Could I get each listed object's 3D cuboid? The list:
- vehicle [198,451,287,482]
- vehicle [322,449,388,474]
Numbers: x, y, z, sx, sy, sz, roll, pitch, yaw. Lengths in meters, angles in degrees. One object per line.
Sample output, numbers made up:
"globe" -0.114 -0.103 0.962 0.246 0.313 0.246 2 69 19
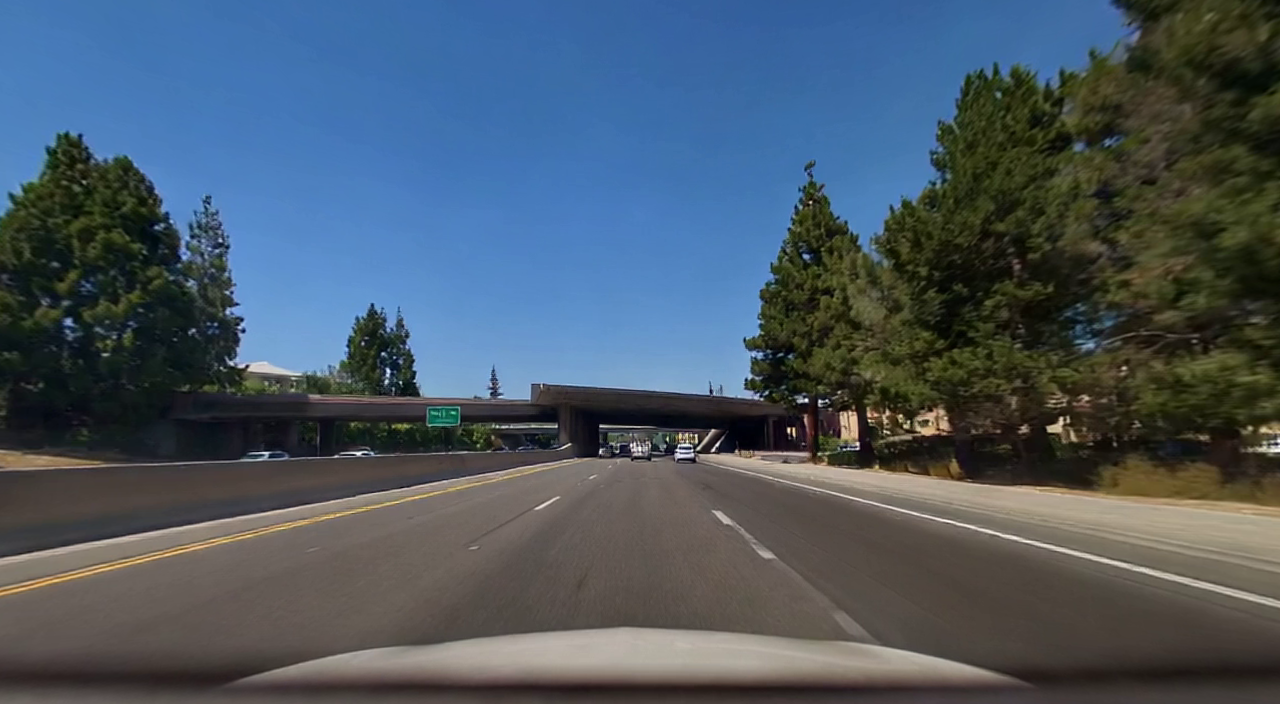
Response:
"vehicle" -21.919 6.291 35.106 1.873 1.524 4.749 0 -8 0
"vehicle" -18.480 7.092 41.219 1.911 1.536 5.073 0 -8 0
